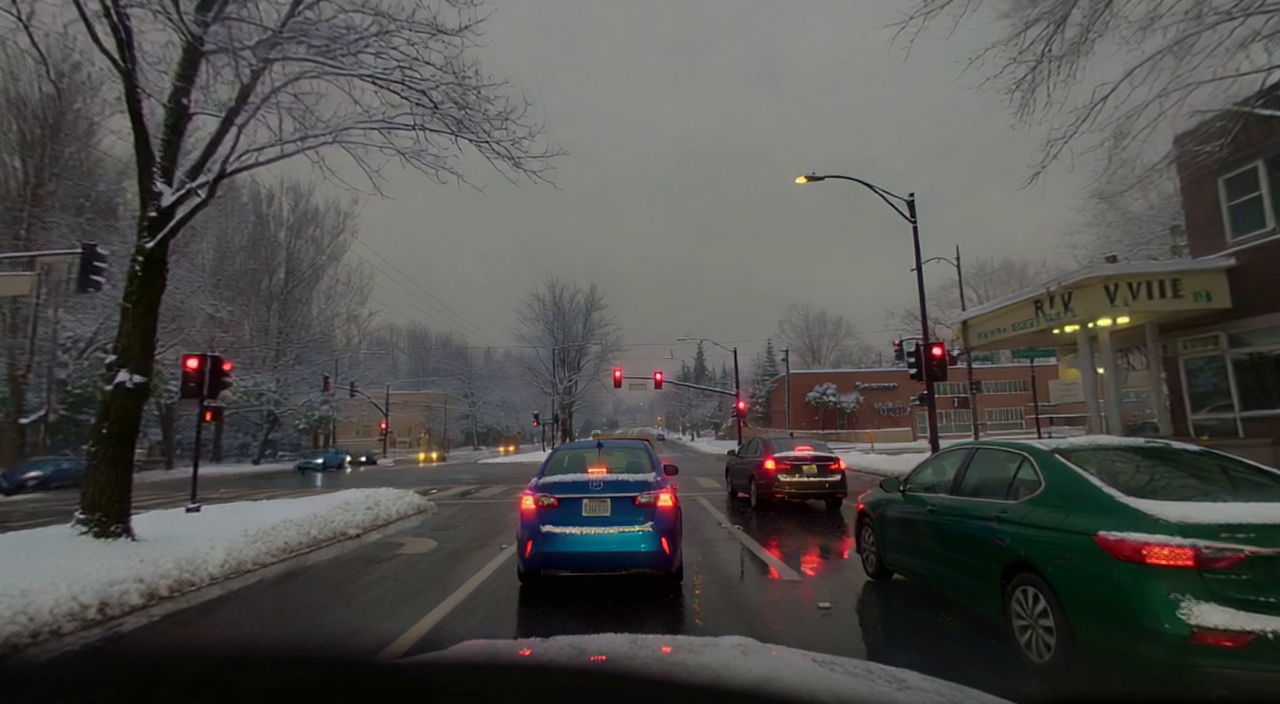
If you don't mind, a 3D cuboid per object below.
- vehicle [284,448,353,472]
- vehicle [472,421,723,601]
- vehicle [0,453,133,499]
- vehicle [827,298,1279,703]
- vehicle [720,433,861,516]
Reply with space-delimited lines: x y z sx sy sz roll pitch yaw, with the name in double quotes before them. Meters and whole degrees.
"vehicle" -21.660 7.278 42.825 2.091 1.534 4.846 0 -8 0
"vehicle" -0.383 1.651 7.404 2.143 1.520 3.848 0 -8 -1
"vehicle" -21.883 4.600 23.828 1.863 1.496 4.389 0 -8 -1
"vehicle" 3.572 1.104 5.050 2.572 1.945 5.065 0 -8 0
"vehicle" 3.148 2.667 14.328 2.026 1.549 4.559 0 -8 -1
